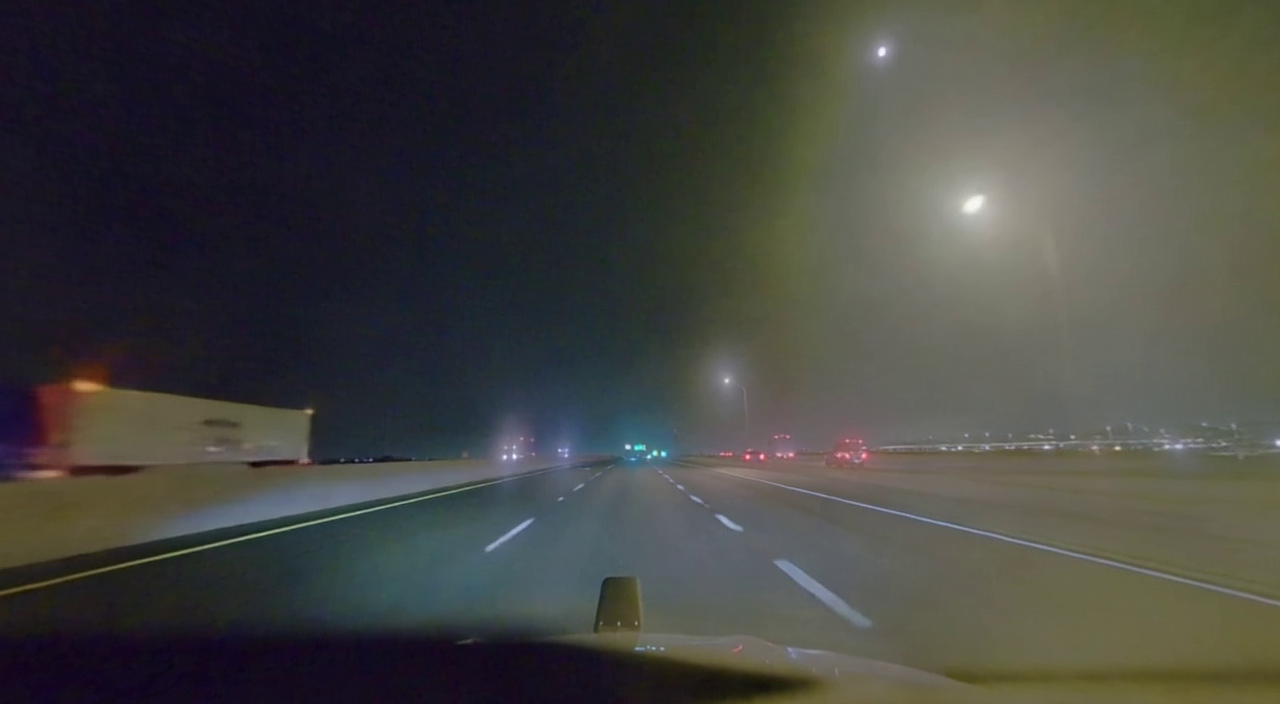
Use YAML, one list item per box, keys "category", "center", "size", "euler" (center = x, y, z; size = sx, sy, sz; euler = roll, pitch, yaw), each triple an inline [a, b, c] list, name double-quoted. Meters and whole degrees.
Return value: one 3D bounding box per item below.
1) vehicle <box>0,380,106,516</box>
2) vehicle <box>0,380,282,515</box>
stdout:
- category: "vehicle"
  center: [-20.332, 2.917, 19.019]
  size: [2.942, 3.931, 5.873]
  euler: [0, -9, -1]
- category: "vehicle"
  center: [-20.424, 3.942, 25.890]
  size: [3.100, 4.004, 14.159]
  euler: [0, -9, -1]
